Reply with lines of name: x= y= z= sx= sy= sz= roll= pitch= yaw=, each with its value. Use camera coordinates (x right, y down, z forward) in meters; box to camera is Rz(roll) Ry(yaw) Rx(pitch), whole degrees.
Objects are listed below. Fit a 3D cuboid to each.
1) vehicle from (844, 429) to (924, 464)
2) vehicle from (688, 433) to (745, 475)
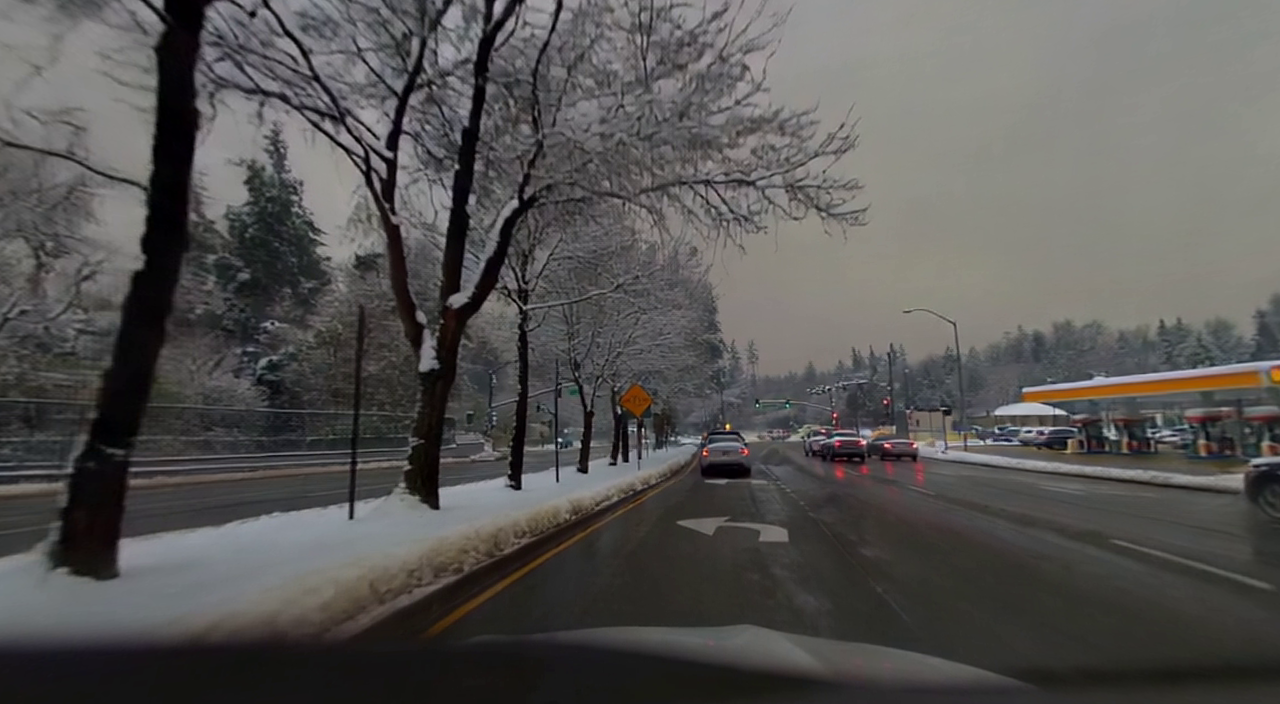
vehicle: x=12.785 y=5.025 z=33.399 sx=1.991 sy=1.695 sz=4.357 roll=1 pitch=-9 yaw=-8
vehicle: x=3.000 y=3.951 z=24.593 sx=2.032 sy=1.461 sz=4.173 roll=-1 pitch=-9 yaw=7
